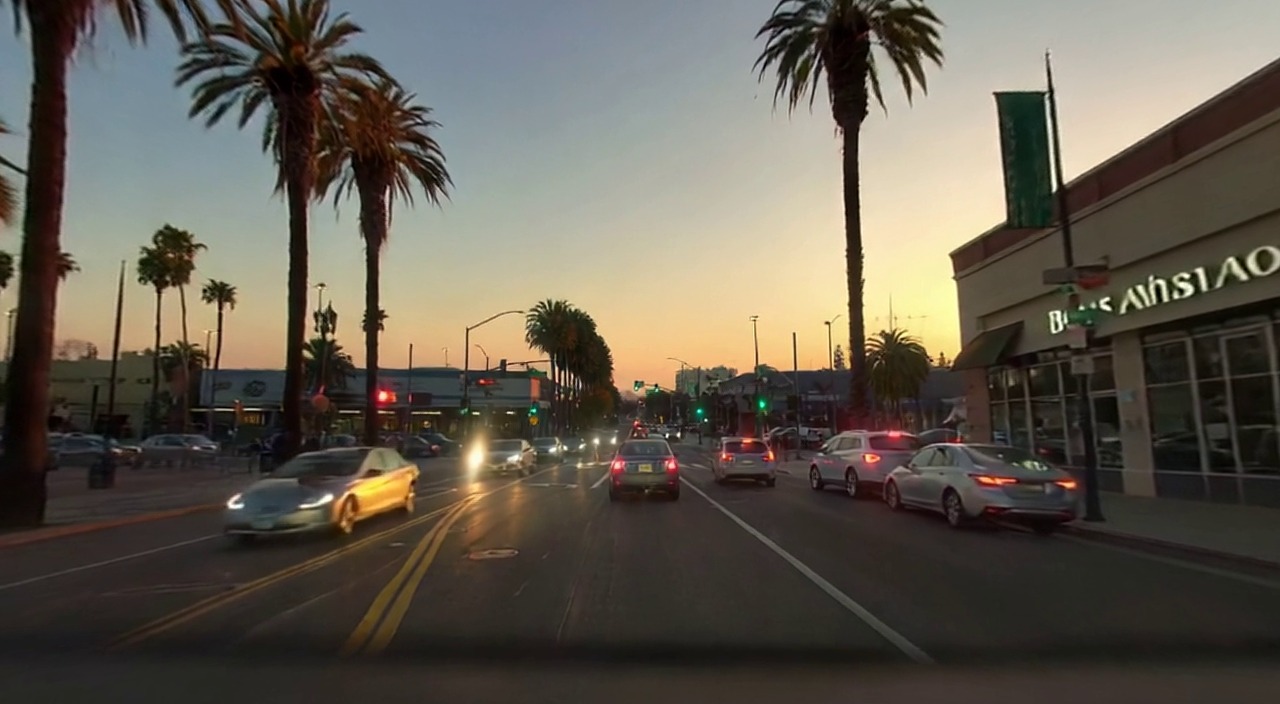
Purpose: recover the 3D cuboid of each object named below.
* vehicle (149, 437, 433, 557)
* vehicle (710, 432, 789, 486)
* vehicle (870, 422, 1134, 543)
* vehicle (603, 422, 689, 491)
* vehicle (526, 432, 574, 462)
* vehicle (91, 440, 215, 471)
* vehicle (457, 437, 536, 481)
[{"bbox_3d":[-4.989,2.094,10.019,1.946,1.412,4.657,0,-8,-2],"label":"vehicle"},{"bbox_3d":[3.722,3.726,22.322,2.070,1.711,4.480,0,-8,1],"label":"vehicle"},{"bbox_3d":[6.138,2.242,11.578,2.008,1.729,4.647,0,-8,-1],"label":"vehicle"},{"bbox_3d":[0.117,3.097,18.971,2.264,1.798,4.531,0,-8,-1],"label":"vehicle"},{"bbox_3d":[-5.551,5.965,39.711,2.341,1.762,4.865,0,-8,0],"label":"vehicle"},{"bbox_3d":[-25.737,5.447,33.612,1.873,1.507,4.809,-3,-8,23],"label":"vehicle"},{"bbox_3d":[-5.393,4.084,24.374,2.092,1.504,4.374,0,-8,-1],"label":"vehicle"}]
